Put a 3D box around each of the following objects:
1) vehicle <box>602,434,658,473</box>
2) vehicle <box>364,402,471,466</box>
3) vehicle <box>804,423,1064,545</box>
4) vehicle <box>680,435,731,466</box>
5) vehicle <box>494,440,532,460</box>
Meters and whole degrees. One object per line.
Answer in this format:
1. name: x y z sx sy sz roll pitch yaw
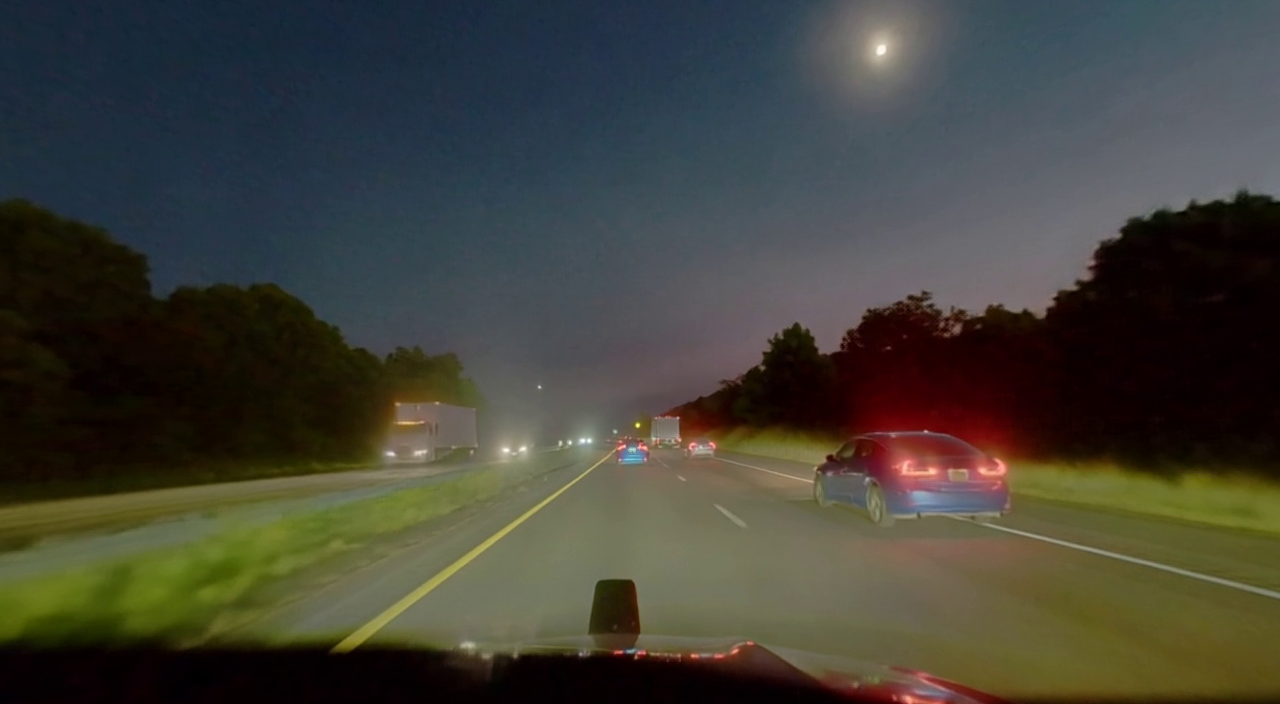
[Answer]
1. vehicle: -0.424 4.131 25.901 2.143 1.466 3.693 0 -8 -2
2. vehicle: -14.573 5.545 42.649 3.122 3.682 11.678 1 -7 -1
3. vehicle: 4.284 1.952 10.145 2.066 1.526 4.216 0 -8 -2
4. vehicle: 3.271 5.007 32.336 2.004 1.469 4.472 0 -8 -2
5. vehicle: -9.624 7.442 48.076 1.982 1.455 4.161 0 -8 0
